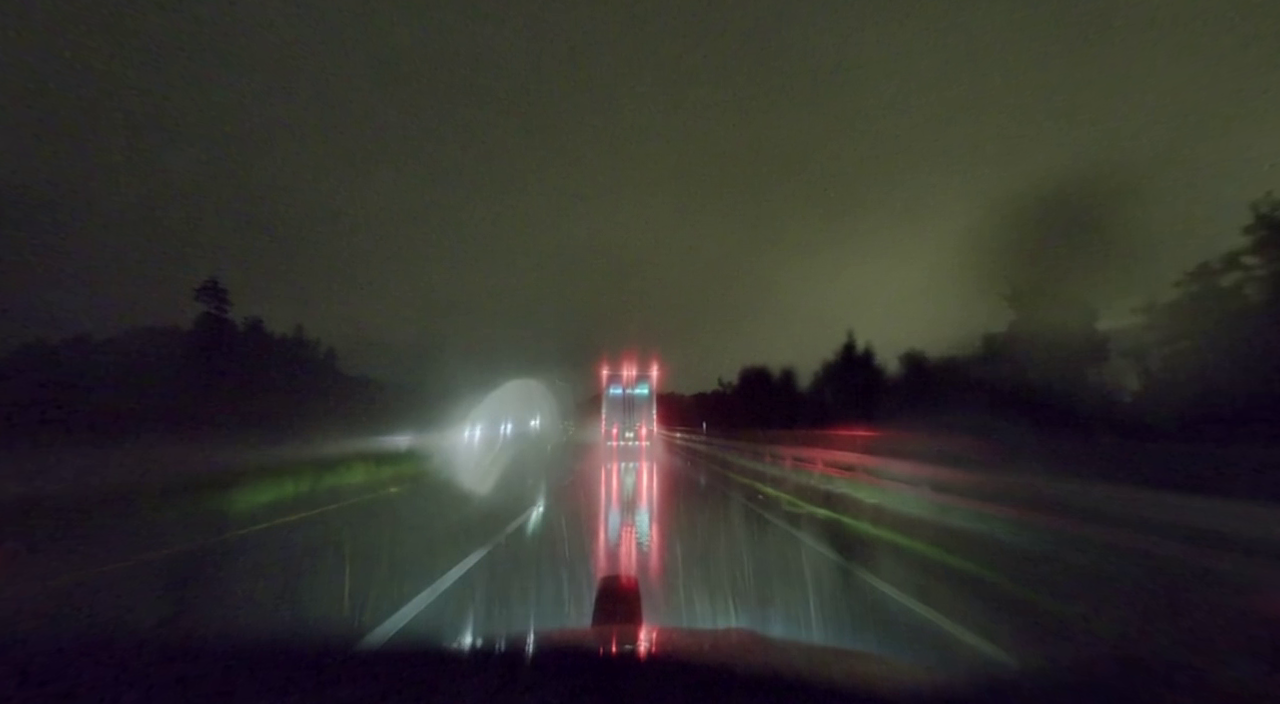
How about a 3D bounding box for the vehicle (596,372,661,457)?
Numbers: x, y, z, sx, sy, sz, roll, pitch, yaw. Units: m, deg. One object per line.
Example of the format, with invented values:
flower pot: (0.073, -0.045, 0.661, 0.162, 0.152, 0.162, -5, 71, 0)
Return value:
vehicle: (-0.806, 3.599, 34.637, 3.023, 3.965, 10.402, 0, -8, -3)
